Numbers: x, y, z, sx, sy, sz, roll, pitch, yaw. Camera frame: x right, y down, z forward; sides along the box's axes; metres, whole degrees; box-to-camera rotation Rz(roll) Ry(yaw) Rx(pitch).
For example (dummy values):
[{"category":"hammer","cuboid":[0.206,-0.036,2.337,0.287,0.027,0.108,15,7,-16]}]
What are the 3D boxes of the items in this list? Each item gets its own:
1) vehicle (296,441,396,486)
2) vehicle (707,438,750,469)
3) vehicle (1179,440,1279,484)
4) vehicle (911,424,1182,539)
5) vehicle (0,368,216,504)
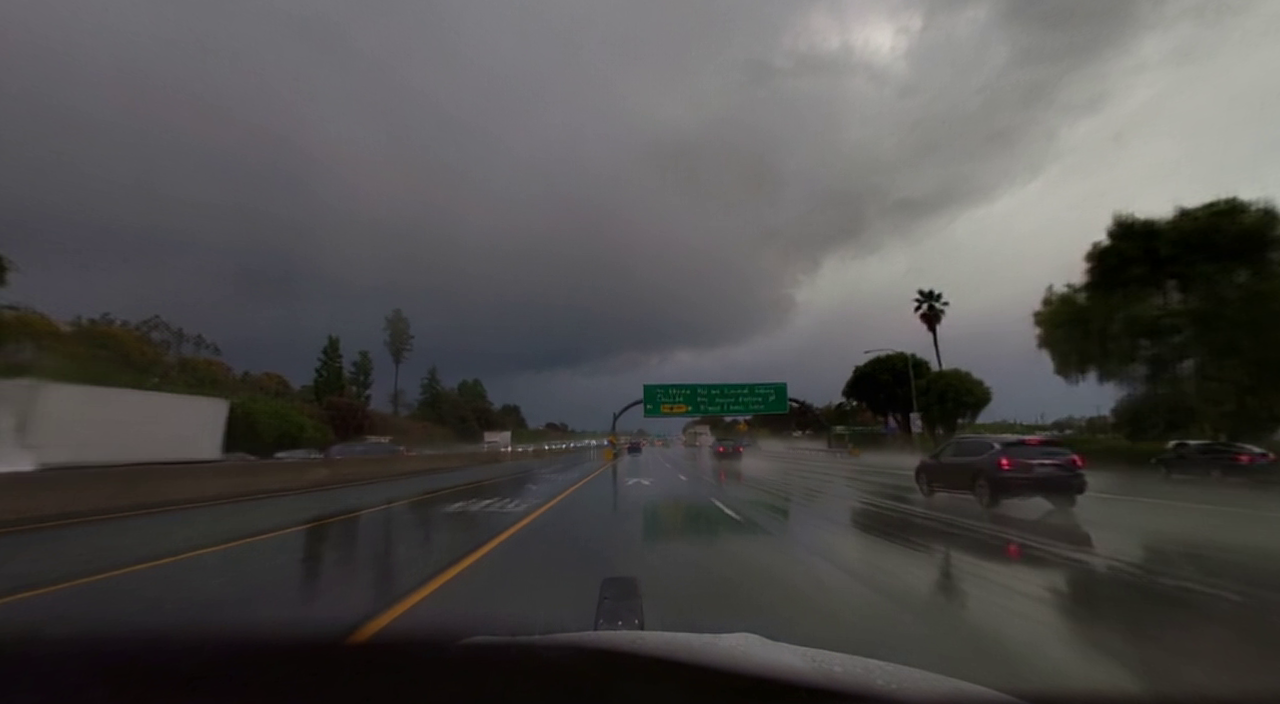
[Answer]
[{"category":"vehicle","cuboid":[-11.999,4.543,26.061,1.960,1.681,4.480,0,-8,0]},{"category":"vehicle","cuboid":[5.235,6.067,37.703,2.035,1.704,3.867,0,-8,0]},{"category":"vehicle","cuboid":[25.110,4.478,25.929,1.887,1.642,4.592,0,-8,3]},{"category":"vehicle","cuboid":[6.811,2.192,11.298,1.902,1.623,4.360,0,-8,-1]},{"category":"vehicle","cuboid":[-19.755,3.029,22.144,2.957,3.852,9.397,0,-8,1]}]
